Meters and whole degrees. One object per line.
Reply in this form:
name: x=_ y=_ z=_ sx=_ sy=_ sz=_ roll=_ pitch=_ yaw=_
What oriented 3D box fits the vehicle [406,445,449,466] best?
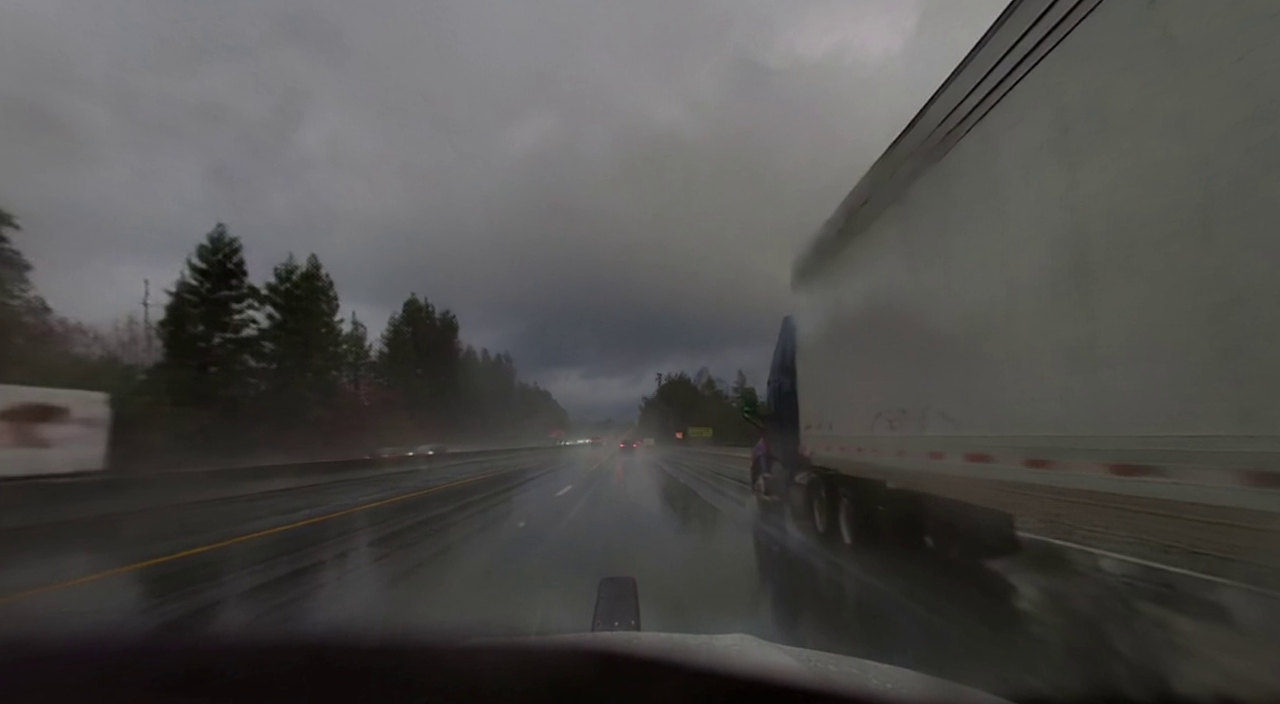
vehicle: x=-16.161 y=7.842 z=48.072 sx=1.913 sy=1.465 sz=4.331 roll=0 pitch=-8 yaw=-1

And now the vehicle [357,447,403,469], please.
vehicle: x=-19.795 y=8.088 z=48.052 sx=1.795 sy=1.501 sz=4.218 roll=0 pitch=-8 yaw=-1

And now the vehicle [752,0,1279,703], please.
vehicle: x=3.990 y=-0.119 z=4.445 sx=3.489 sy=4.211 sz=14.193 roll=0 pitch=-8 yaw=-1
